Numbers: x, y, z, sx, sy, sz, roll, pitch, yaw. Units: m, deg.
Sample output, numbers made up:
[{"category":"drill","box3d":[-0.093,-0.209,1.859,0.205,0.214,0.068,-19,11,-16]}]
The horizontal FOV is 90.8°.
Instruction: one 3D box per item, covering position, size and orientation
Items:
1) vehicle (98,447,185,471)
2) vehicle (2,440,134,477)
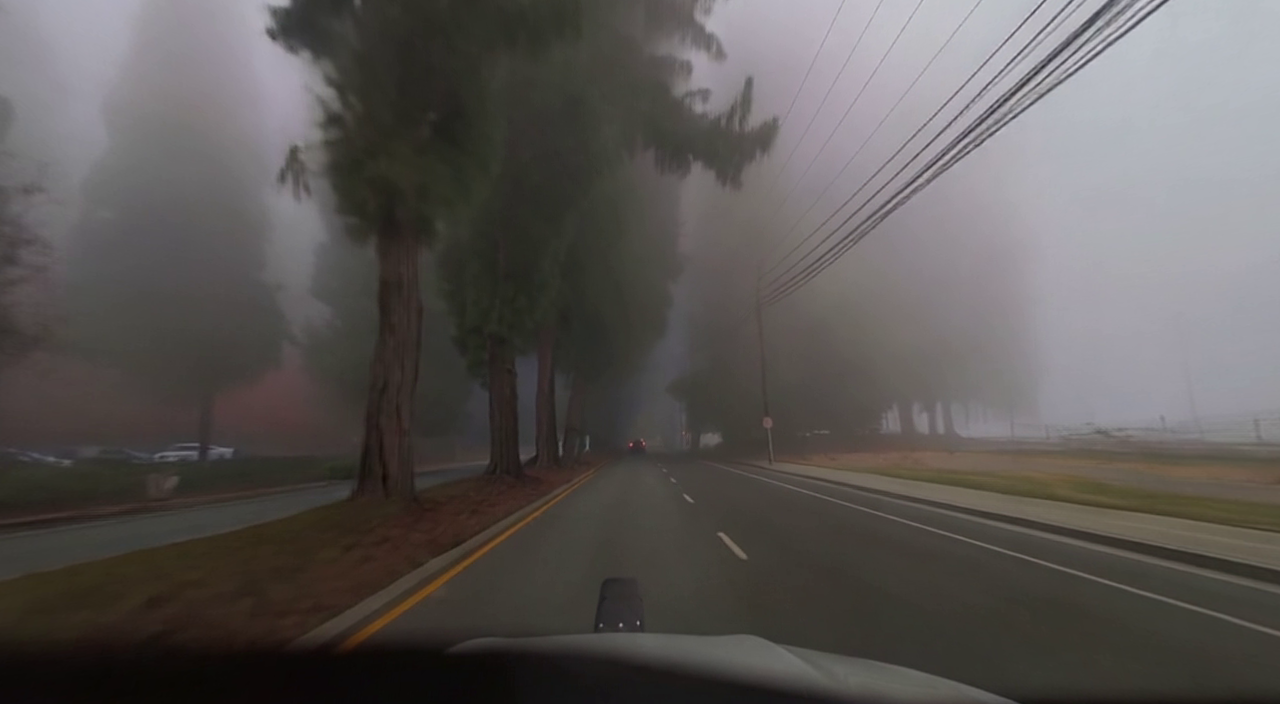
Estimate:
[{"category":"vehicle","box3d":[-33.392,7.132,42.384,4.207,1.518,1.948,0,-8,1]},{"category":"vehicle","box3d":[-33.709,6.259,37.377,5.614,1.886,2.254,-2,-8,0]}]
